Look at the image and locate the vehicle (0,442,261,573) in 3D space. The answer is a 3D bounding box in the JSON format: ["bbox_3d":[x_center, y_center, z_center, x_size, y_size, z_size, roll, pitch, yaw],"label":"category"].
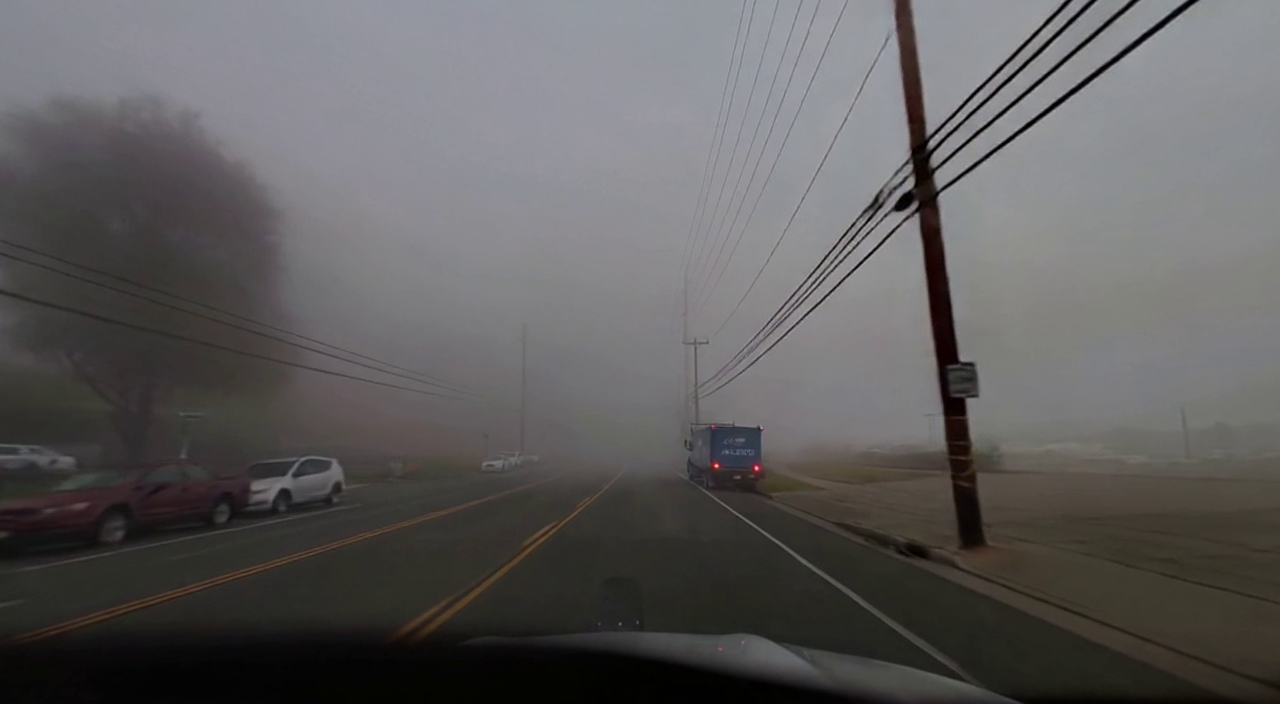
[{"bbox_3d":[-9.087,2.481,11.022,1.938,1.756,4.686,0,-9,1],"label":"vehicle"}]

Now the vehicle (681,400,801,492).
[{"bbox_3d":[3.767,3.933,26.379,3.168,3.106,9.350,0,-9,-2],"label":"vehicle"}]

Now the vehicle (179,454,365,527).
[{"bbox_3d":[-8.970,3.367,16.000,1.864,1.529,4.677,0,-9,1],"label":"vehicle"}]

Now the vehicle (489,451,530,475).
[{"bbox_3d":[-8.655,7.400,42.280,1.939,1.480,4.632,0,-9,-2],"label":"vehicle"}]
